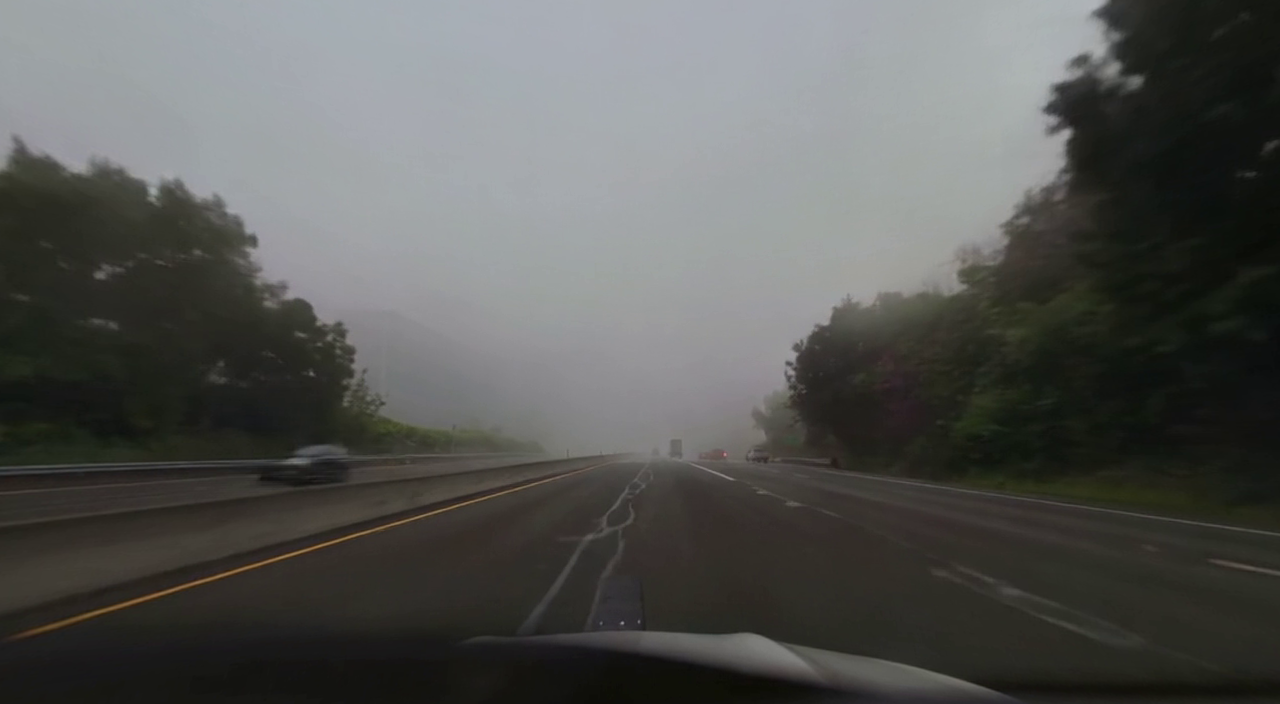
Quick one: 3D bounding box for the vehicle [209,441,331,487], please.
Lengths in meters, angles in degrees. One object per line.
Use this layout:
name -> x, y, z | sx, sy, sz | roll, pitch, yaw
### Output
vehicle -> -13.636, 4.139, 23.577 | 1.920, 1.565, 4.200 | 0, -9, 1
